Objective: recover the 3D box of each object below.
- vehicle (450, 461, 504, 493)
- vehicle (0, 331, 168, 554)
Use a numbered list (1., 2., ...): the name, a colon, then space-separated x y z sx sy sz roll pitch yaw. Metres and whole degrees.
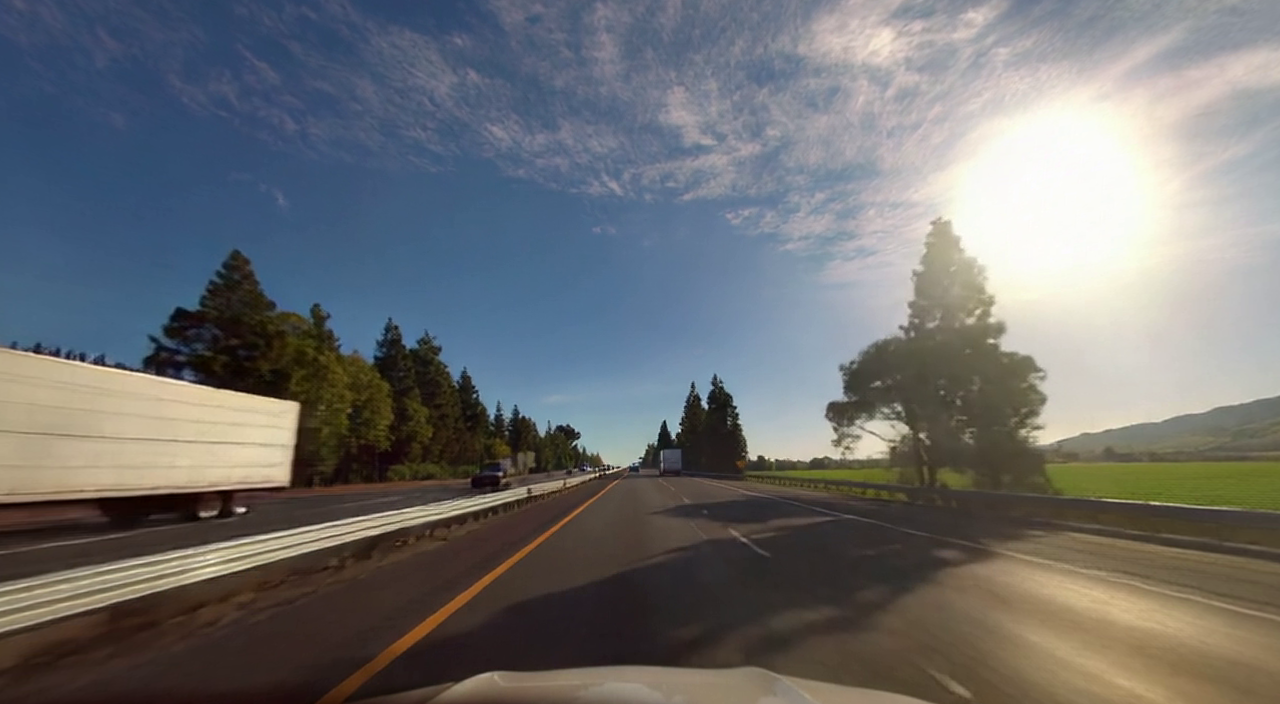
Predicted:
1. vehicle: -9.486 7.272 36.815 1.971 1.714 4.230 1 -10 0
2. vehicle: -13.478 1.109 8.659 2.913 4.108 14.085 1 -10 0
